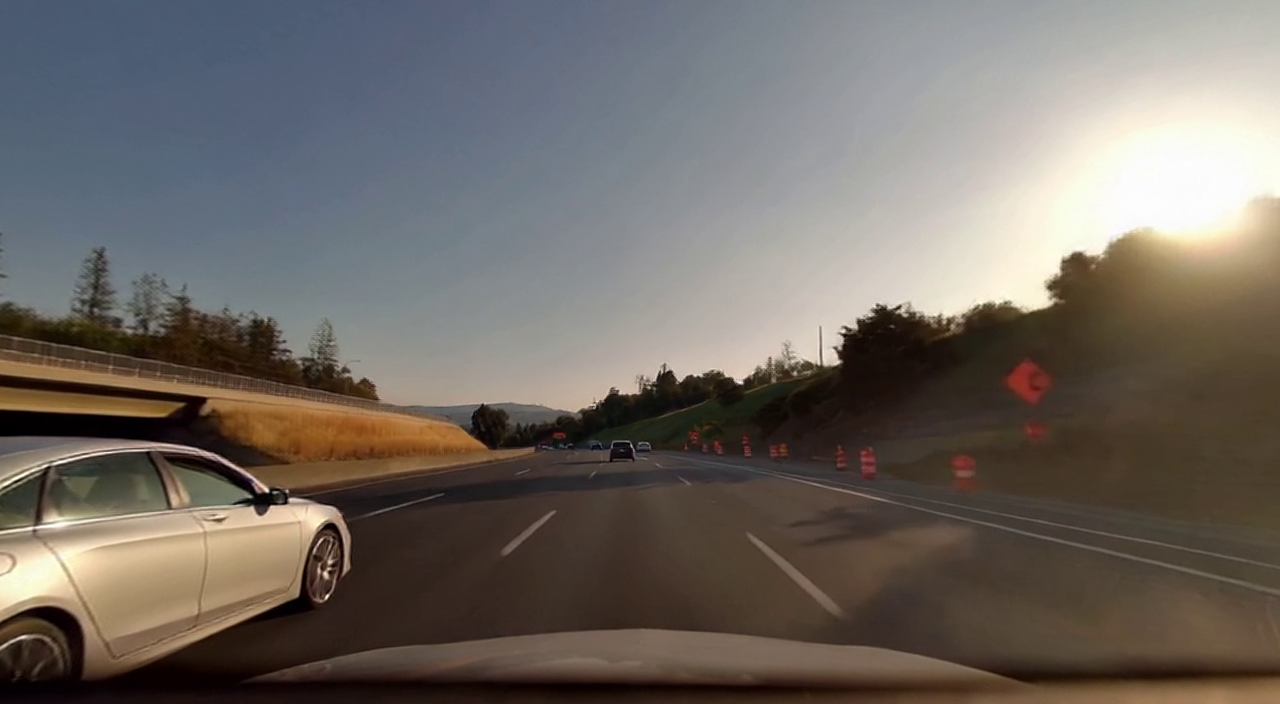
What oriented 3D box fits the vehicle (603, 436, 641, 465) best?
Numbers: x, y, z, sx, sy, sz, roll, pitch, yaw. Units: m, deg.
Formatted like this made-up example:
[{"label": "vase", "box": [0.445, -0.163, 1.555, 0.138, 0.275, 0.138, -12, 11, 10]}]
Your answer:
[{"label": "vehicle", "box": [-1.247, 6.480, 41.742, 2.328, 1.805, 4.502, 0, -8, -4]}]
